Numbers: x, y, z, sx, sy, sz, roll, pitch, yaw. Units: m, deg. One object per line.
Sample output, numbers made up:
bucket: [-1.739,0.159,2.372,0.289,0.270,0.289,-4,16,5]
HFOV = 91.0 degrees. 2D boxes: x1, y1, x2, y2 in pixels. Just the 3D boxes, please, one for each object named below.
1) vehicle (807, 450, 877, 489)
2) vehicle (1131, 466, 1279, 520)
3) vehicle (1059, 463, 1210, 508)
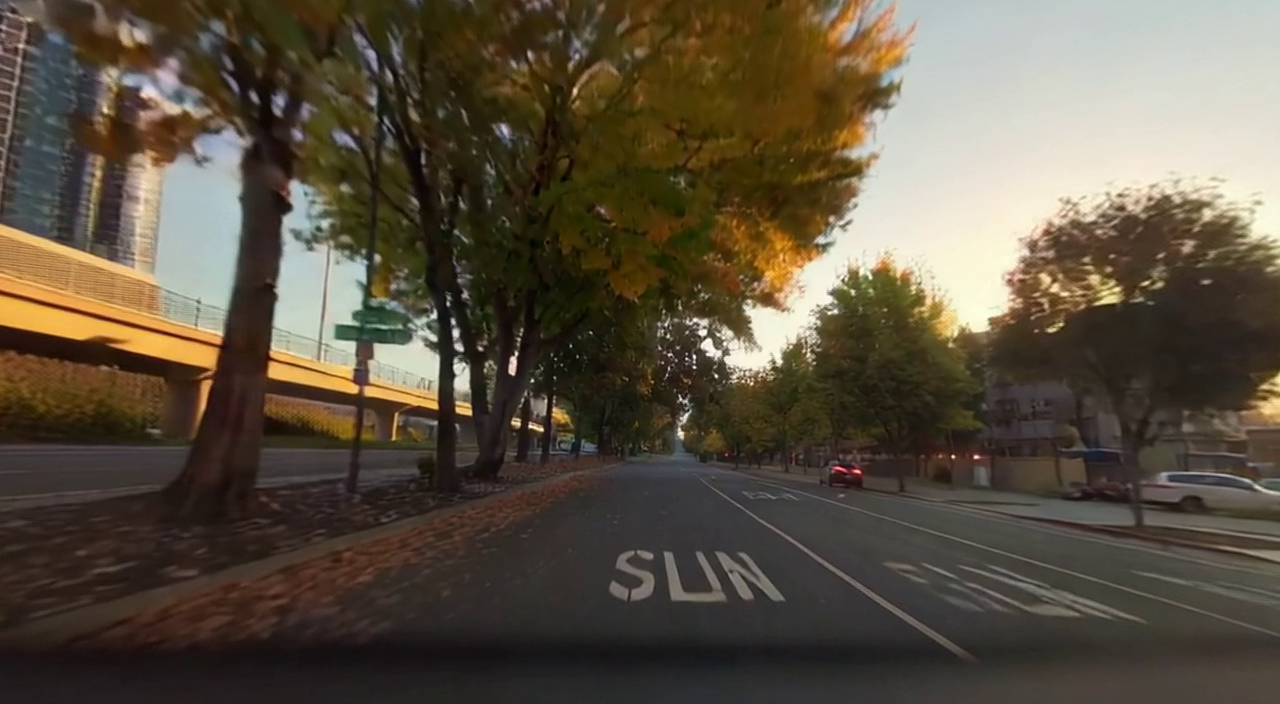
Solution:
vehicle: [10.572,6.166,33.373,2.187,1.871,4.576,1,-9,0]
vehicle: [19.692,4.660,21.001,4.635,1.552,2.334,0,-9,2]
vehicle: [18.612,5.028,23.838,4.089,1.519,1.920,1,-9,-1]
